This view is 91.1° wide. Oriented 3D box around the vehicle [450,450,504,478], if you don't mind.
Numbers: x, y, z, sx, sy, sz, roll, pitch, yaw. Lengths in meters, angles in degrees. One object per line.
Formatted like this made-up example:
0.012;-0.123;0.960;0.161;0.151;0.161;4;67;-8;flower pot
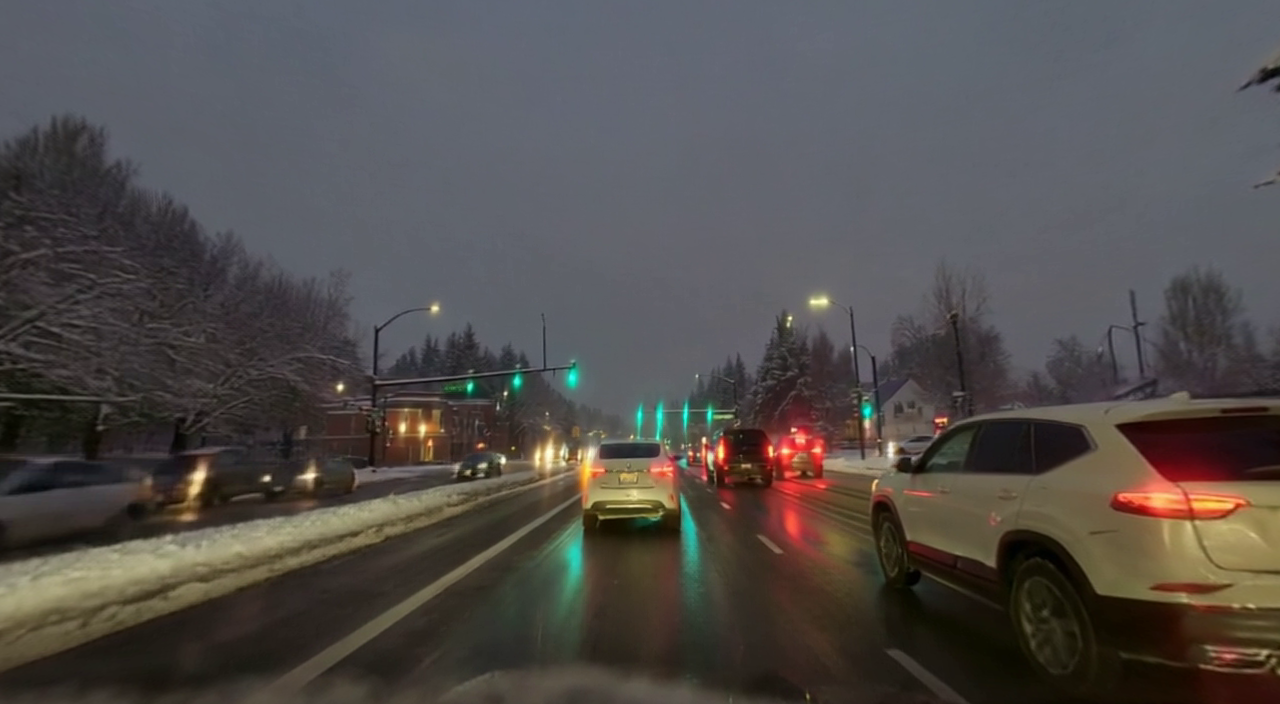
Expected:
-9.340;6.457;36.419;1.933;1.469;4.516;0;-8;0;vehicle

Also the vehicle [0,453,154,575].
-9.150;2.121;8.243;2.050;1.498;4.238;0;-8;1;vehicle

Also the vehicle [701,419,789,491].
3.955;4.008;24.800;2.516;2.481;5.766;0;-8;1;vehicle

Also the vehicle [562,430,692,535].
-0.175;2.411;12.291;2.111;1.676;4.018;0;-8;1;vehicle

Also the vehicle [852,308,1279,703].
3.399;1.078;4.936;1.982;1.960;4.427;0;-8;1;vehicle

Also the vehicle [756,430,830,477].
7.901;5.270;33.025;2.627;2.252;5.236;0;-8;1;vehicle

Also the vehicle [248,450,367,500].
-12.418;4.587;23.829;1.944;1.638;4.496;0;-8;1;vehicle

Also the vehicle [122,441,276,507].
-15.976;4.369;23.179;2.040;2.152;4.854;0;-8;1;vehicle
